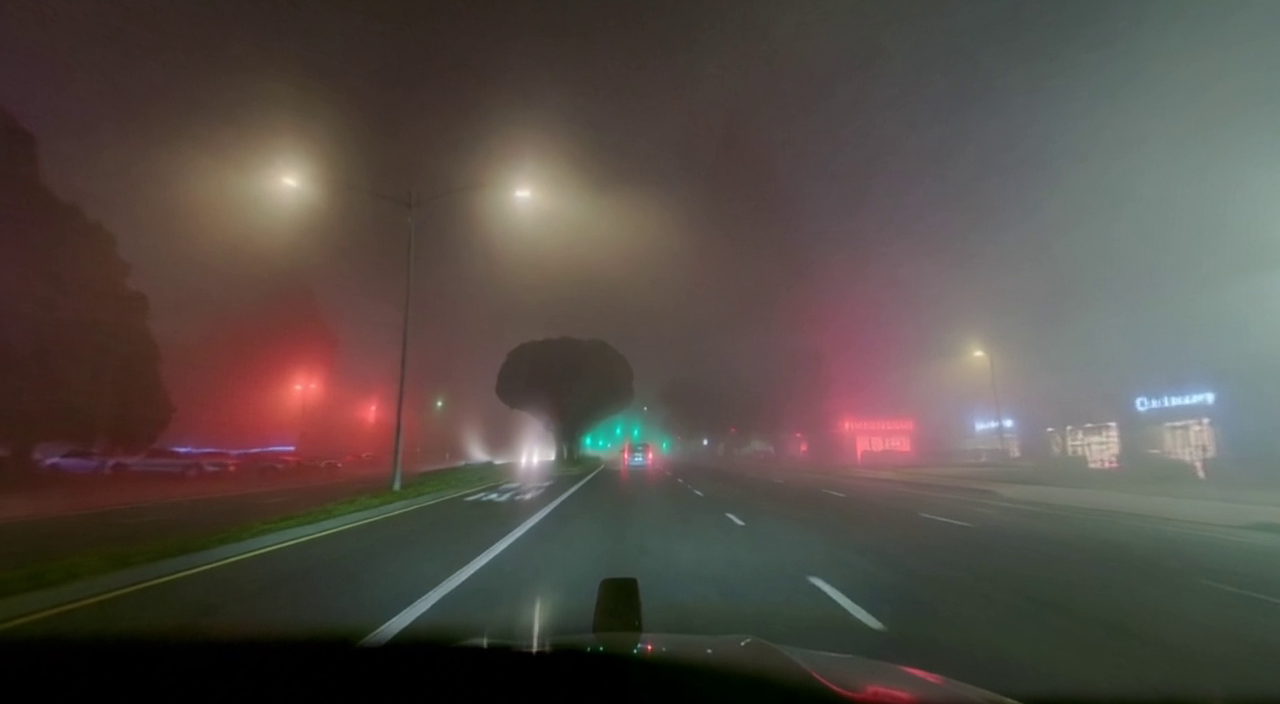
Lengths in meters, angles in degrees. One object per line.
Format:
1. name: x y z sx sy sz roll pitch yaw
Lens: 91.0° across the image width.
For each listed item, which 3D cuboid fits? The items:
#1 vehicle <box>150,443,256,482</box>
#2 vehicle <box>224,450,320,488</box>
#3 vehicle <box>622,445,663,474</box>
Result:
1. vehicle: -24.124 6.087 35.054 2.146 1.939 5.462 1 -8 -2
2. vehicle: -19.422 6.166 33.565 2.072 1.804 5.136 0 -8 -1
3. vehicle: 0.070 5.701 33.716 1.998 1.452 3.773 0 -8 -2
